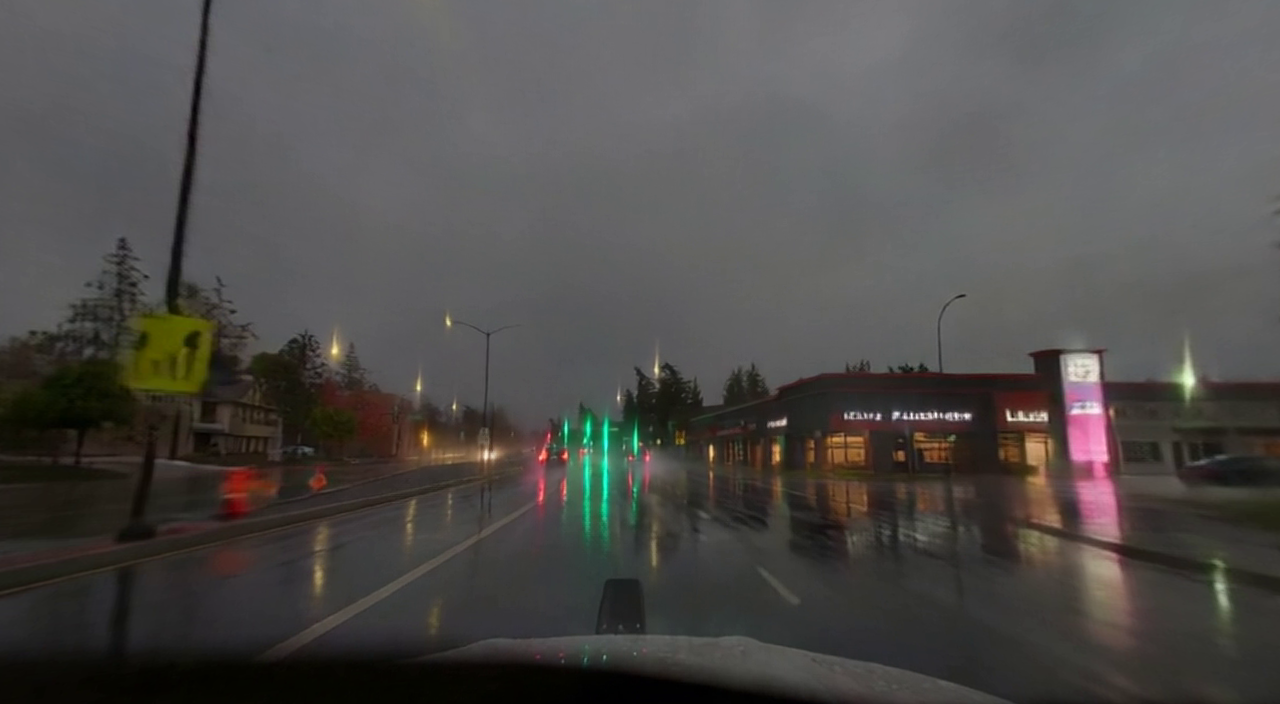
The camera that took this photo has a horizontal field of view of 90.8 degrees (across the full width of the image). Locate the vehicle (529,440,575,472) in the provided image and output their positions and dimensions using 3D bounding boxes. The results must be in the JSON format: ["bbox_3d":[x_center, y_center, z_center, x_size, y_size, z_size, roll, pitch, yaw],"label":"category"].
[{"bbox_3d":[-5.078,6.074,36.998,2.381,1.721,4.186,0,-9,-4],"label":"vehicle"}]

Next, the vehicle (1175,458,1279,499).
[{"bbox_3d":[25.779,5.277,26.634,4.906,1.447,2.076,1,-5,-7],"label":"vehicle"}]
